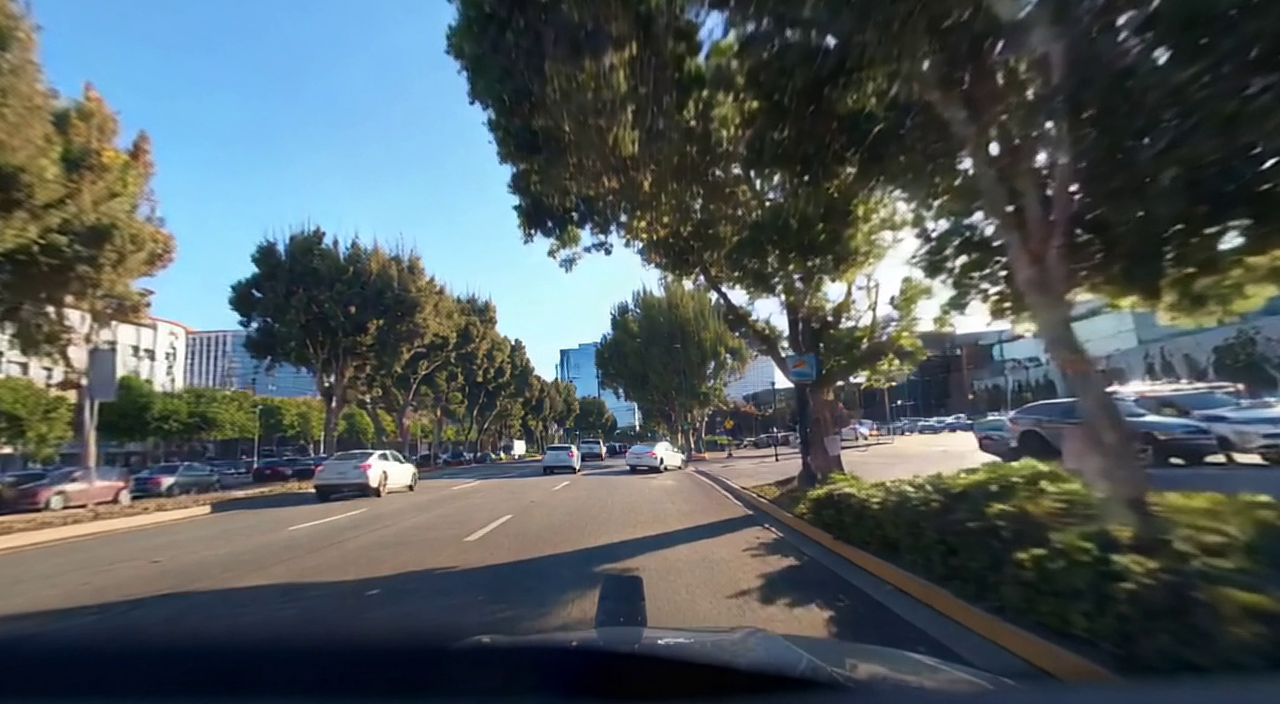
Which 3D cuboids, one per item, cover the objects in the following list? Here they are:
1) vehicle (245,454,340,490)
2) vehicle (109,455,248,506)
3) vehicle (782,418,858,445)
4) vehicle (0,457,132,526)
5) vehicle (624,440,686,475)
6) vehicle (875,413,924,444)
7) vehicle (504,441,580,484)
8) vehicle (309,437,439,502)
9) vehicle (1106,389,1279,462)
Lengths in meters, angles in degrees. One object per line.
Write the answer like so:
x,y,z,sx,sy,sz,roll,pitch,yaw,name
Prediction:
-16.895,5.829,31.024,1.923,1.543,4.687,0,-8,1,vehicle
-16.913,4.682,23.482,1.858,1.612,4.398,0,-8,-1,vehicle
13.819,6.147,48.846,5.161,1.993,2.293,0,-8,1,vehicle
-17.082,3.827,17.753,1.874,1.626,4.447,0,-8,-1,vehicle
0.802,4.969,30.143,2.208,1.513,4.504,-2,-9,11,vehicle
18.601,5.613,45.578,2.569,2.081,6.193,-3,-9,16,vehicle
-3.680,4.225,24.547,2.235,1.500,4.420,0,-8,0,vehicle
-7.931,3.515,19.380,2.054,1.744,4.422,0,-8,0,vehicle
13.555,1.628,13.794,4.959,1.455,2.203,0,-8,1,vehicle
